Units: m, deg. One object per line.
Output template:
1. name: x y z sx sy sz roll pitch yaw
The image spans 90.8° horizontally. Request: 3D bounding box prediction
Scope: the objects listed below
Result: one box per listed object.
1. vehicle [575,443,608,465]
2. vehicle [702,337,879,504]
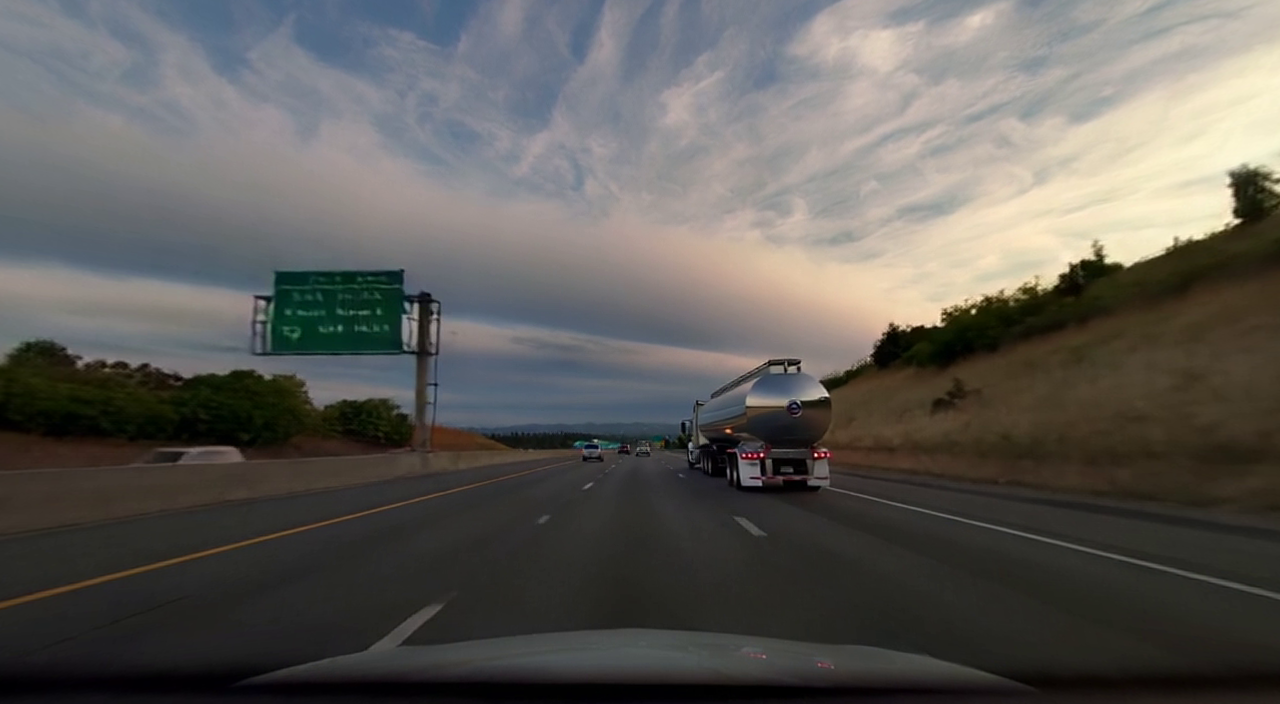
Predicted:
1. vehicle: -3.436 7.334 45.388 1.986 1.458 4.506 0 -9 0
2. vehicle: 3.830 2.230 18.983 2.759 3.734 9.708 0 -9 -1
